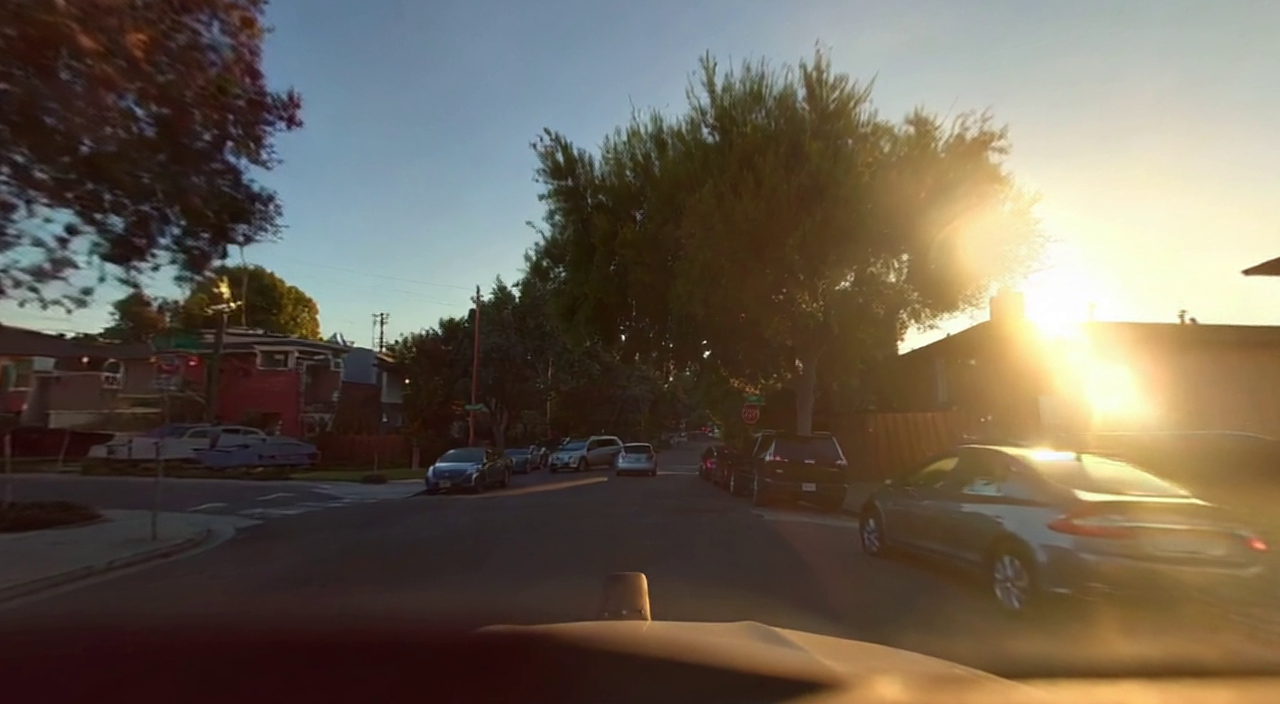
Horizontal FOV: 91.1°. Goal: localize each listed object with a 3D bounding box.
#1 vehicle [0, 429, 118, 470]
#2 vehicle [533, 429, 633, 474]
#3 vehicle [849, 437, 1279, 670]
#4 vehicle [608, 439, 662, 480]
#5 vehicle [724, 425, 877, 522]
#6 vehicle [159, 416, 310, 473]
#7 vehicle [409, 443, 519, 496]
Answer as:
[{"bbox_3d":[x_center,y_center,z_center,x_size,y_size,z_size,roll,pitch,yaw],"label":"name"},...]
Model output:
[{"bbox_3d":[-24.258,3.996,25.764,1.852,1.518,4.438,0,-9,-1],"label":"vehicle"},{"bbox_3d":[-3.380,5.691,36.162,2.772,2.319,6.249,6,-11,-37],"label":"vehicle"},{"bbox_3d":[3.824,1.628,6.288,1.876,1.477,4.324,0,-8,-1],"label":"vehicle"},{"bbox_3d":[-0.246,4.293,25.336,2.010,1.499,4.107,0,-9,-2],"label":"vehicle"},{"bbox_3d":[3.355,2.614,14.166,2.144,1.751,4.472,2,-8,-2],"label":"vehicle"},{"bbox_3d":[-16.087,3.762,25.449,2.320,2.030,5.730,0,-9,-1],"label":"vehicle"},{"bbox_3d":[-5.234,3.546,19.426,1.999,1.441,4.628,0,-9,1],"label":"vehicle"}]
